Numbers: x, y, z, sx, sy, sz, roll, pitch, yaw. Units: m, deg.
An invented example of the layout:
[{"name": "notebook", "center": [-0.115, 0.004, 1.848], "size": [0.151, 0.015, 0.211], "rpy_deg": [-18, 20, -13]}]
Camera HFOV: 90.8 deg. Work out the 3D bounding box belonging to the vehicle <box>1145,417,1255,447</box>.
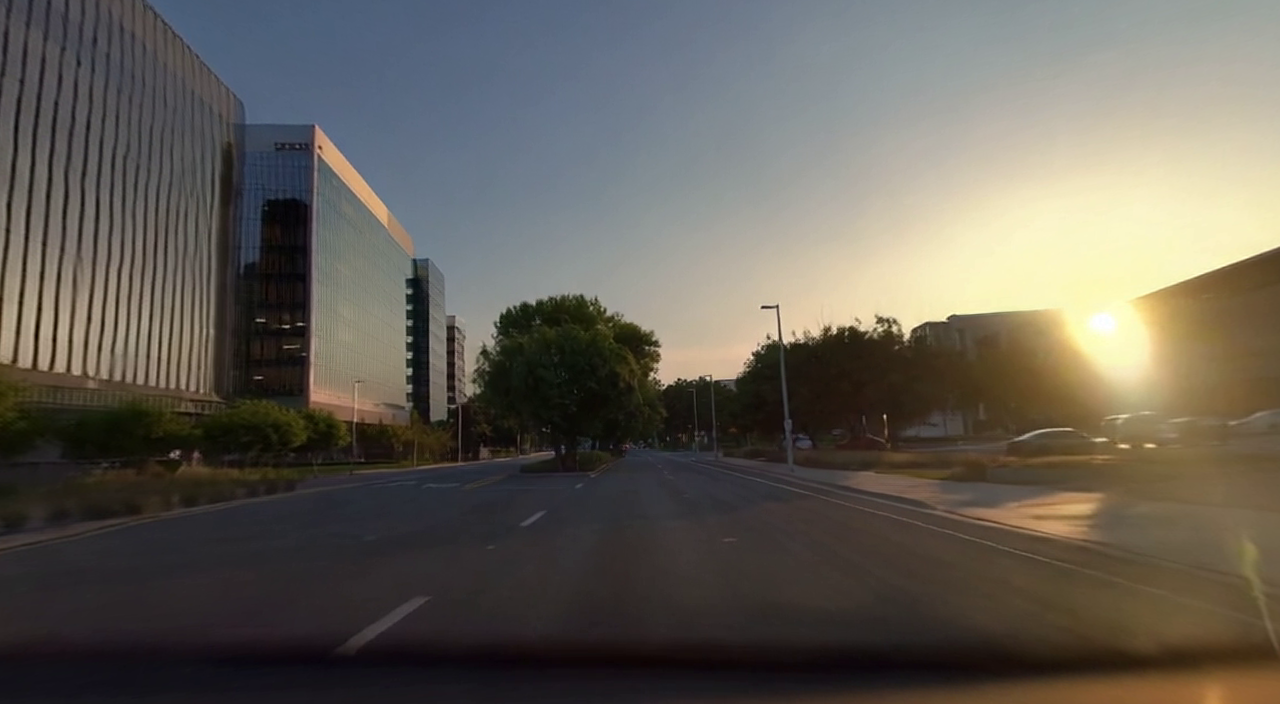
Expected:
[{"name": "vehicle", "center": [32.679, 4.708, 36.951], "size": [4.531, 1.672, 1.895], "rpy_deg": [0, -9, 0]}]
